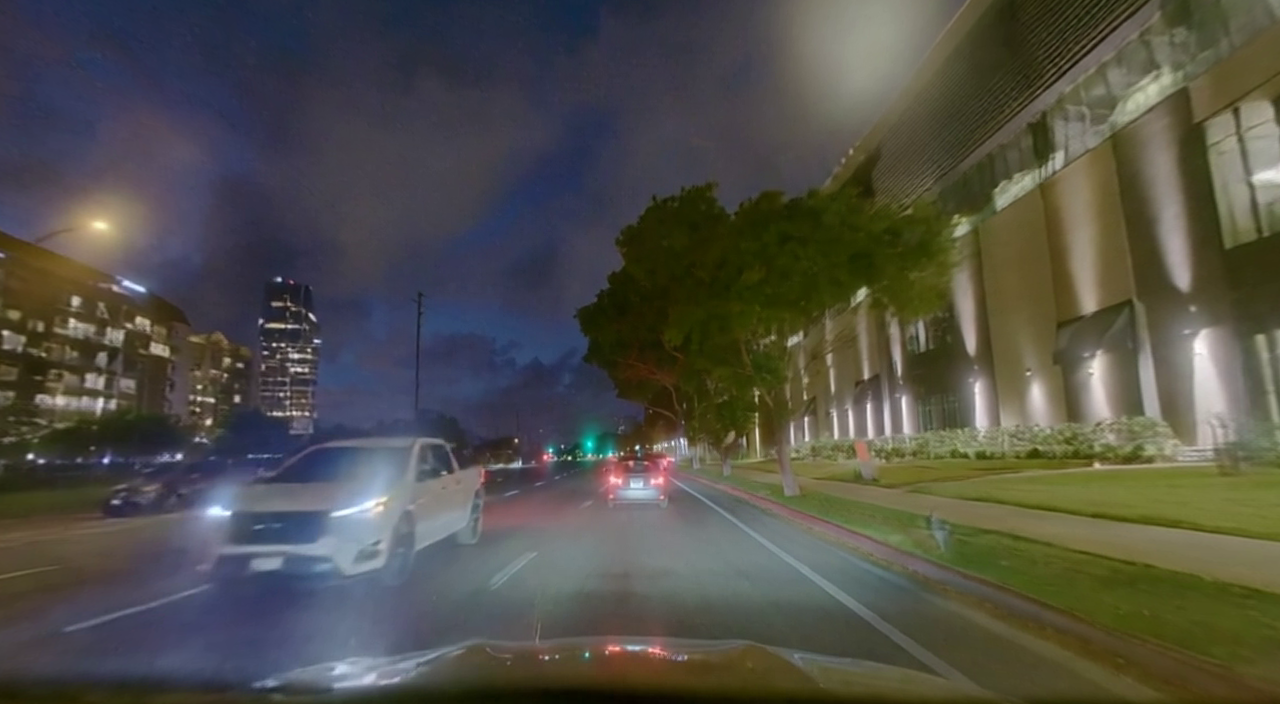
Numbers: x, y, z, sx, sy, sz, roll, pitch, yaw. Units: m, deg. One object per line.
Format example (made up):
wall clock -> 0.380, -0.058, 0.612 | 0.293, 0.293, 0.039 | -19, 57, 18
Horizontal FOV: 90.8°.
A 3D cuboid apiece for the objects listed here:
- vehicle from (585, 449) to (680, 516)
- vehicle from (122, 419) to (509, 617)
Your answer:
vehicle -> -0.179, 3.293, 16.369 | 2.116, 1.479, 4.358 | 0, -10, 0
vehicle -> -3.316, 1.839, 7.940 | 2.294, 1.695, 4.792 | 0, -10, 0
